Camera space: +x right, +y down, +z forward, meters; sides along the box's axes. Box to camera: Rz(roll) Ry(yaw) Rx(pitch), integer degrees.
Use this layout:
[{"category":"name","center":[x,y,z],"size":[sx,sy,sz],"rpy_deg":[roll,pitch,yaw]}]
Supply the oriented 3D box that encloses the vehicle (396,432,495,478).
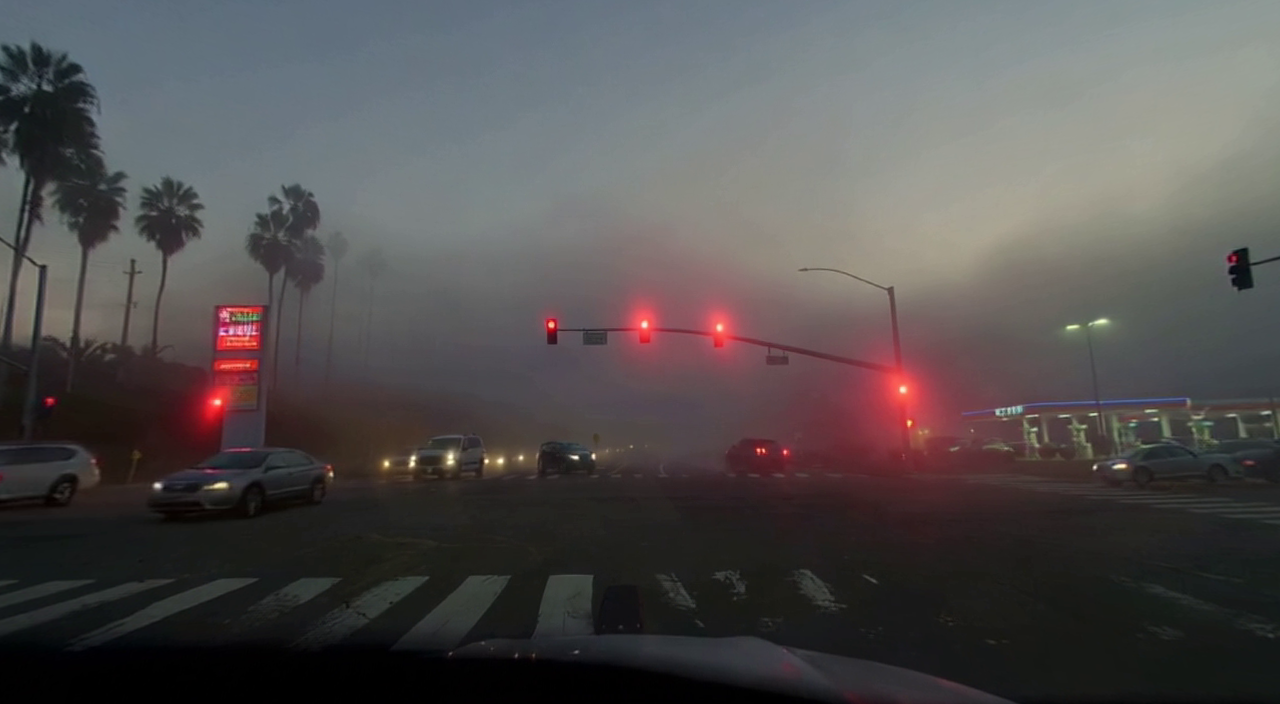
[{"category":"vehicle","center":[-8.629,4.647,28.776],"size":[2.609,1.865,5.875],"rpy_deg":[0,-9,0]}]

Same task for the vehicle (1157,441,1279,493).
[{"category":"vehicle","center":[18.689,3.404,18.813],"size":[5.015,1.446,1.862],"rpy_deg":[0,-9,-3]}]

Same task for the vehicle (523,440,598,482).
[{"category":"vehicle","center":[-3.385,4.425,25.965],"size":[2.079,1.490,5.064],"rpy_deg":[3,-9,-19]}]

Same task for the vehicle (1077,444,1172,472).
[{"category":"vehicle","center":[24.278,5.306,31.732],"size":[3.474,1.376,1.538],"rpy_deg":[0,-9,-2]}]

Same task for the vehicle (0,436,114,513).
[{"category":"vehicle","center":[-15.250,2.796,14.481],"size":[1.852,1.705,5.263],"rpy_deg":[0,-9,-1]}]

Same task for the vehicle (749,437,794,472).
[{"category":"vehicle","center":[6.949,5.482,33.890],"size":[1.929,1.719,4.892],"rpy_deg":[-1,-9,7]}]

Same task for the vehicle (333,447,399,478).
[{"category":"vehicle","center":[-15.122,6.085,35.115],"size":[1.809,1.605,4.033],"rpy_deg":[0,-9,0]}]

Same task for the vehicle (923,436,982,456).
[{"category":"vehicle","center":[22.561,6.774,45.654],"size":[3.356,1.395,1.559],"rpy_deg":[0,-9,-1]}]

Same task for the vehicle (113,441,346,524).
[{"category":"vehicle","center":[-8.679,2.769,14.045],"size":[2.034,1.510,4.647],"rpy_deg":[0,-9,0]}]
